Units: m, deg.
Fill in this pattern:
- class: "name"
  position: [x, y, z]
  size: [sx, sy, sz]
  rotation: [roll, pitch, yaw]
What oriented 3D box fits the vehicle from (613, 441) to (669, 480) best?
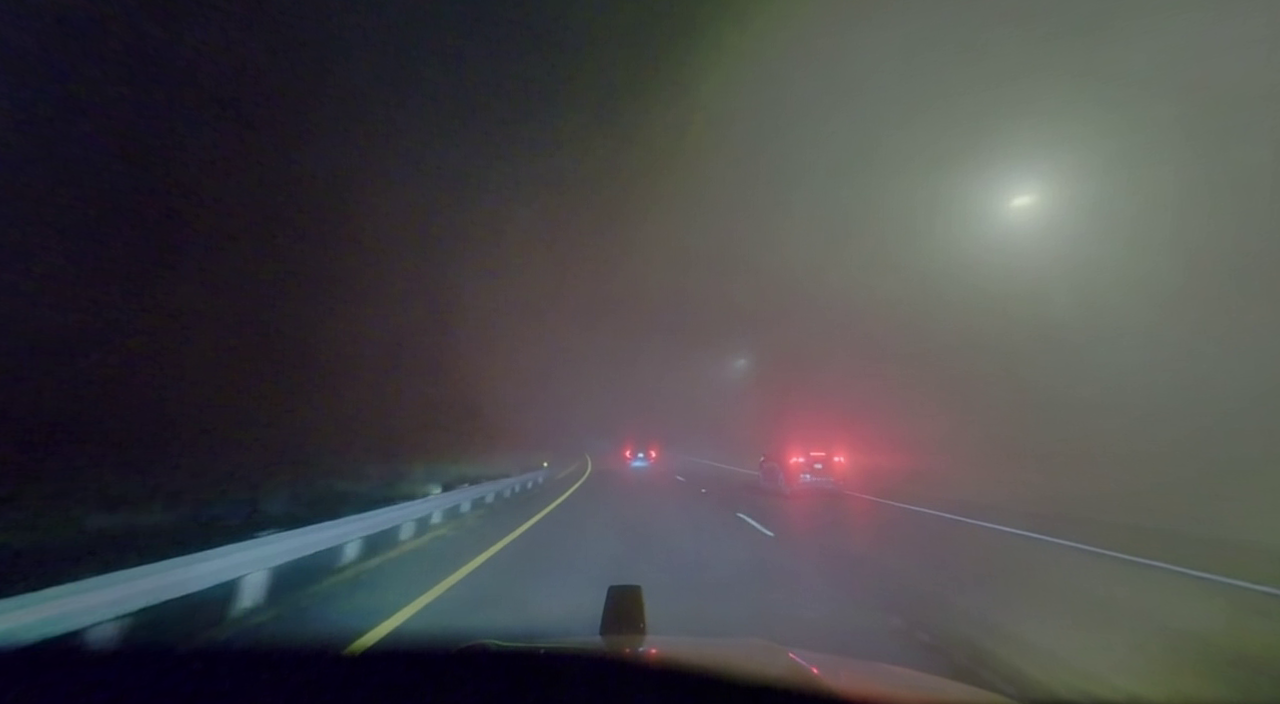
- class: "vehicle"
  position: [-0.046, 4.481, 26.394]
  size: [2.029, 1.474, 4.183]
  rotation: [0, -9, -4]
